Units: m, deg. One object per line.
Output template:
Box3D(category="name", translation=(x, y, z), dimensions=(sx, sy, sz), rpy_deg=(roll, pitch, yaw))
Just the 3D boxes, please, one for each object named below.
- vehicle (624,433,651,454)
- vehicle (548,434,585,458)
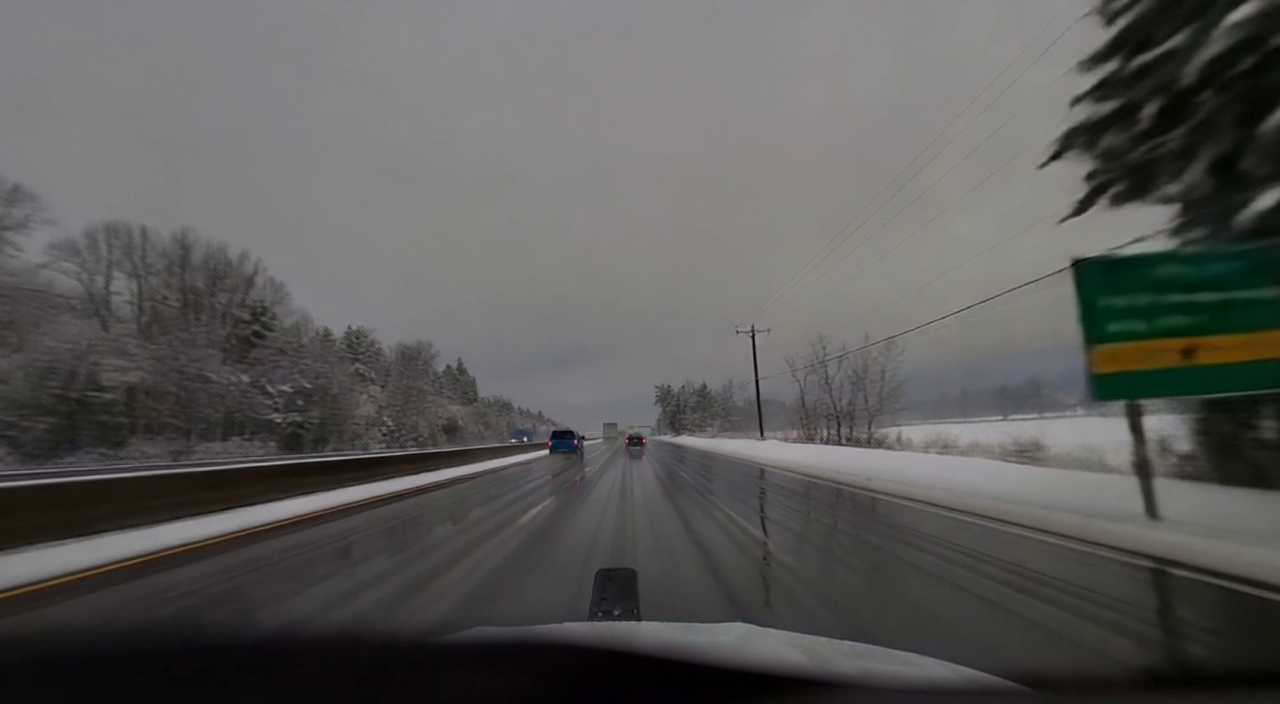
Box3D(category="vehicle", translation=(-0.227, 6.807, 46.843), dimensions=(1.890, 1.472, 3.716), rpy_deg=(0, -8, -1))
Box3D(category="vehicle", translation=(-4.631, 5.948, 40.124), dimensions=(1.911, 1.477, 3.807), rpy_deg=(0, -8, 0))
